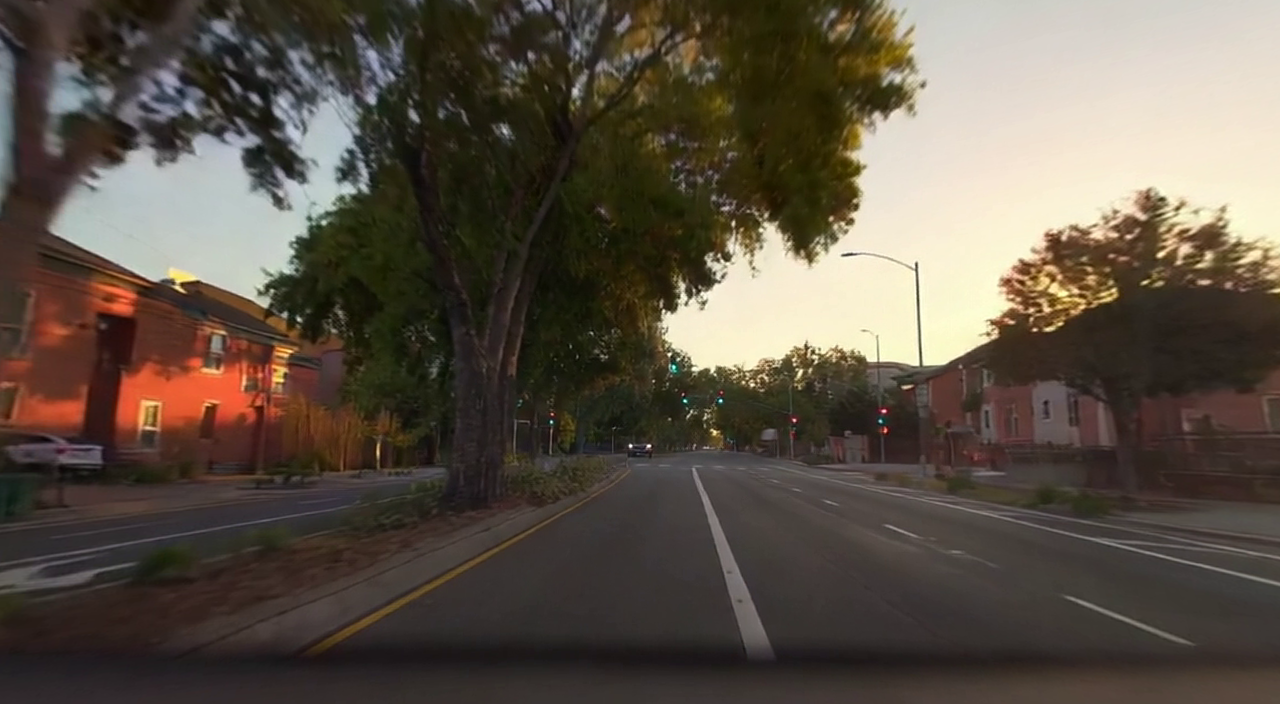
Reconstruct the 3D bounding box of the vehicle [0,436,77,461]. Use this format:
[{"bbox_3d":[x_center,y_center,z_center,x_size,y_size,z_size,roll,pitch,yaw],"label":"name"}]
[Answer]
[{"bbox_3d":[-40.864,6.465,42.429,4.347,1.588,1.816,8,-12,-43],"label":"vehicle"}]
